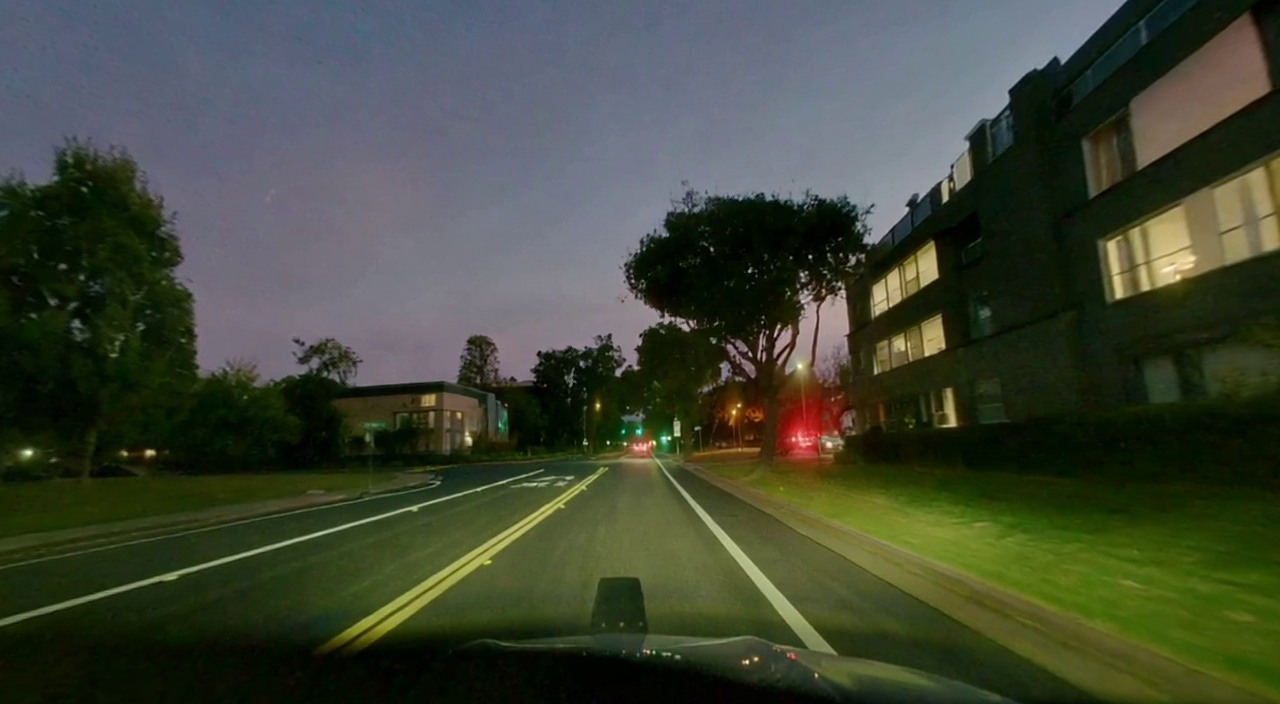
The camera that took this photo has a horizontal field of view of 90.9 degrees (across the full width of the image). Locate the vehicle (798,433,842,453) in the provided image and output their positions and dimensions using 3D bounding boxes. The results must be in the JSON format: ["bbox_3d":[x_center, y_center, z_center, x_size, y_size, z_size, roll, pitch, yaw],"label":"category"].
[{"bbox_3d":[13.645,6.958,48.017,1.927,1.464,4.644,0,-8,0],"label":"vehicle"}]
